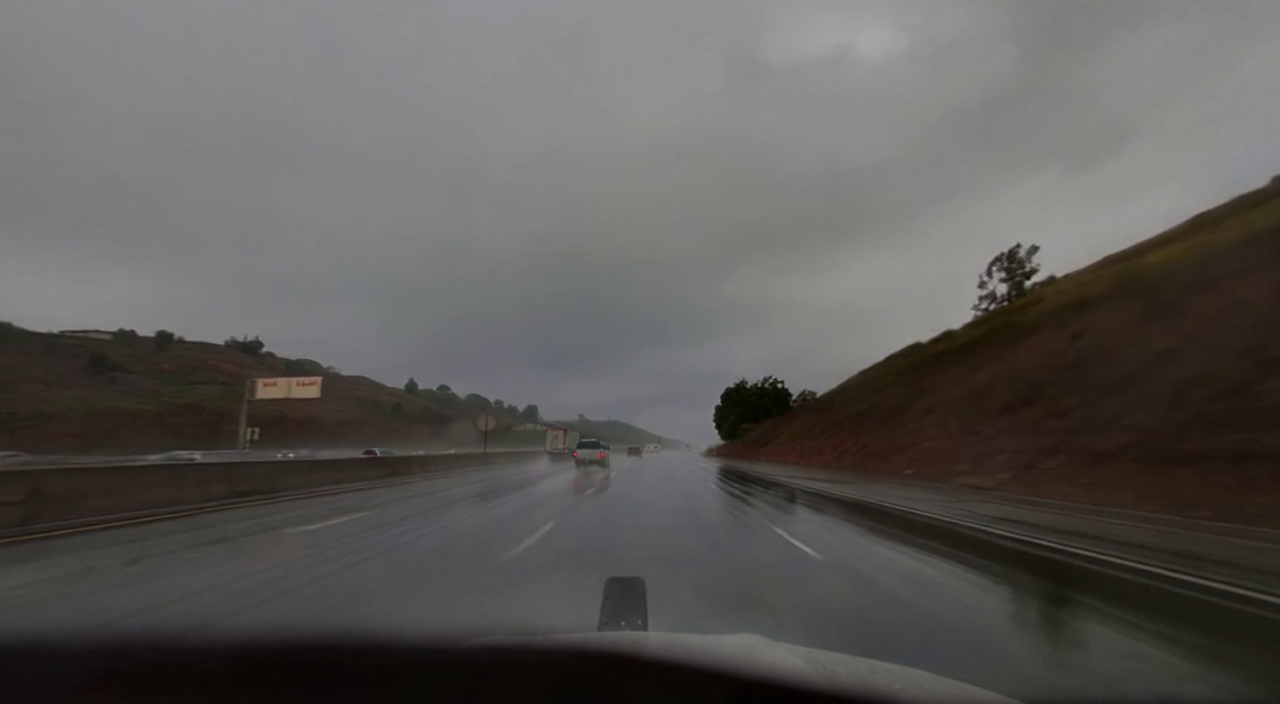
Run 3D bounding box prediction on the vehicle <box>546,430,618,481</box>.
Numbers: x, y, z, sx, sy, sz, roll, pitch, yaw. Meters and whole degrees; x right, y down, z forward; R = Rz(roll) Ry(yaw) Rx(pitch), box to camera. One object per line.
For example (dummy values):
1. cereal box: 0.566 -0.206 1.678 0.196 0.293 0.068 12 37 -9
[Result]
1. vehicle: -2.317 4.334 26.620 2.413 1.896 5.218 -1 -8 1
